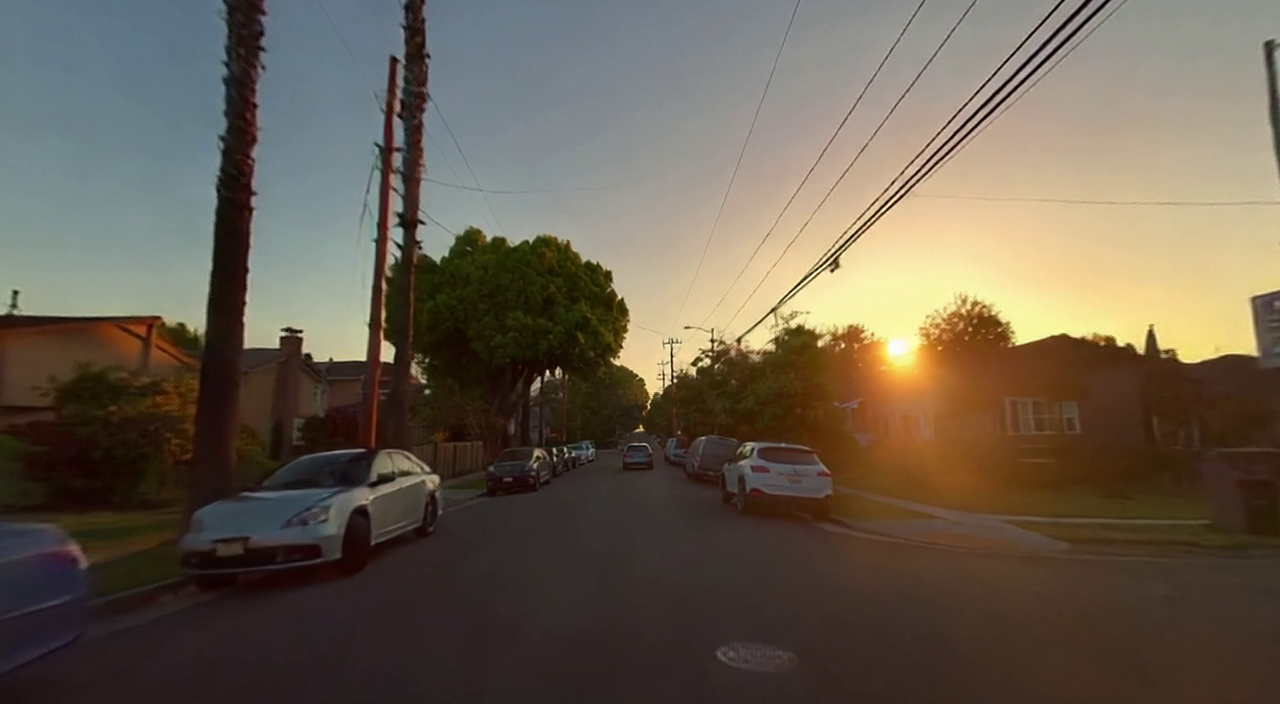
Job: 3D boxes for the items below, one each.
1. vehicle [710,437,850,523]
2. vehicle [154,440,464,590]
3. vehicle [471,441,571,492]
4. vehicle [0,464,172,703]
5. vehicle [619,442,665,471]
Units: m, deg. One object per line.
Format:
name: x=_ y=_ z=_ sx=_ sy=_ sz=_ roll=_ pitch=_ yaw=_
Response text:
vehicle: x=2.922 y=2.785 z=14.393 sx=2.060 sy=1.614 sz=4.652 roll=0 pitch=-8 yaw=-1
vehicle: x=-4.188 y=2.088 z=9.204 sx=1.769 sy=1.551 sz=5.040 roll=0 pitch=-8 yaw=0
vehicle: x=-3.934 y=3.907 z=22.021 sx=2.130 sy=1.543 sz=5.386 roll=-1 pitch=-8 yaw=3
vehicle: x=-4.115 y=1.075 z=1.643 sx=1.875 sy=1.389 sz=5.094 roll=0 pitch=-8 yaw=0
vehicle: x=0.020 y=5.775 z=35.165 sx=2.081 sy=1.483 sz=4.599 roll=1 pitch=-8 yaw=-6
